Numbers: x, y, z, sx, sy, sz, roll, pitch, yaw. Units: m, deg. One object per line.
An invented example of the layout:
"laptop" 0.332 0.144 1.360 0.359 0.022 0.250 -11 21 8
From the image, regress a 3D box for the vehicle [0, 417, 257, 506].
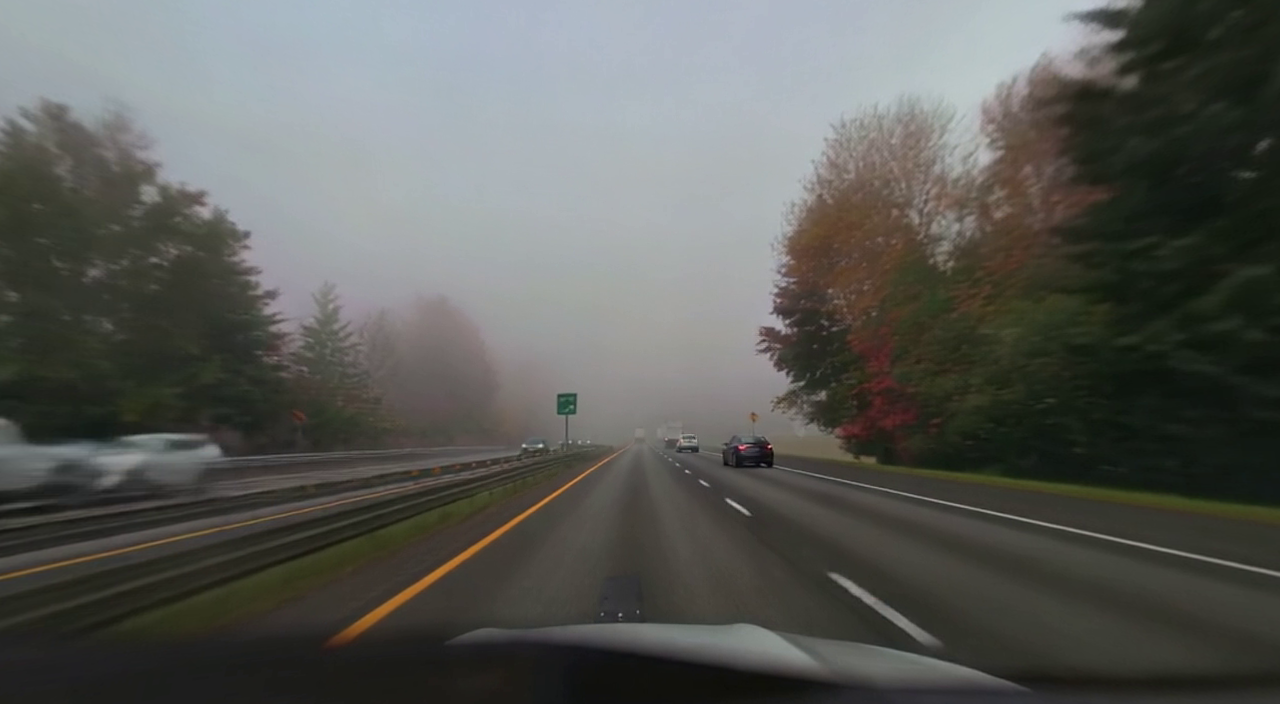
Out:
"vehicle" -13.231 2.848 16.903 2.121 1.933 5.948 -1 -8 0

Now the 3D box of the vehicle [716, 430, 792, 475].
"vehicle" 4.193 3.779 23.843 2.024 1.516 4.197 0 -8 -1
